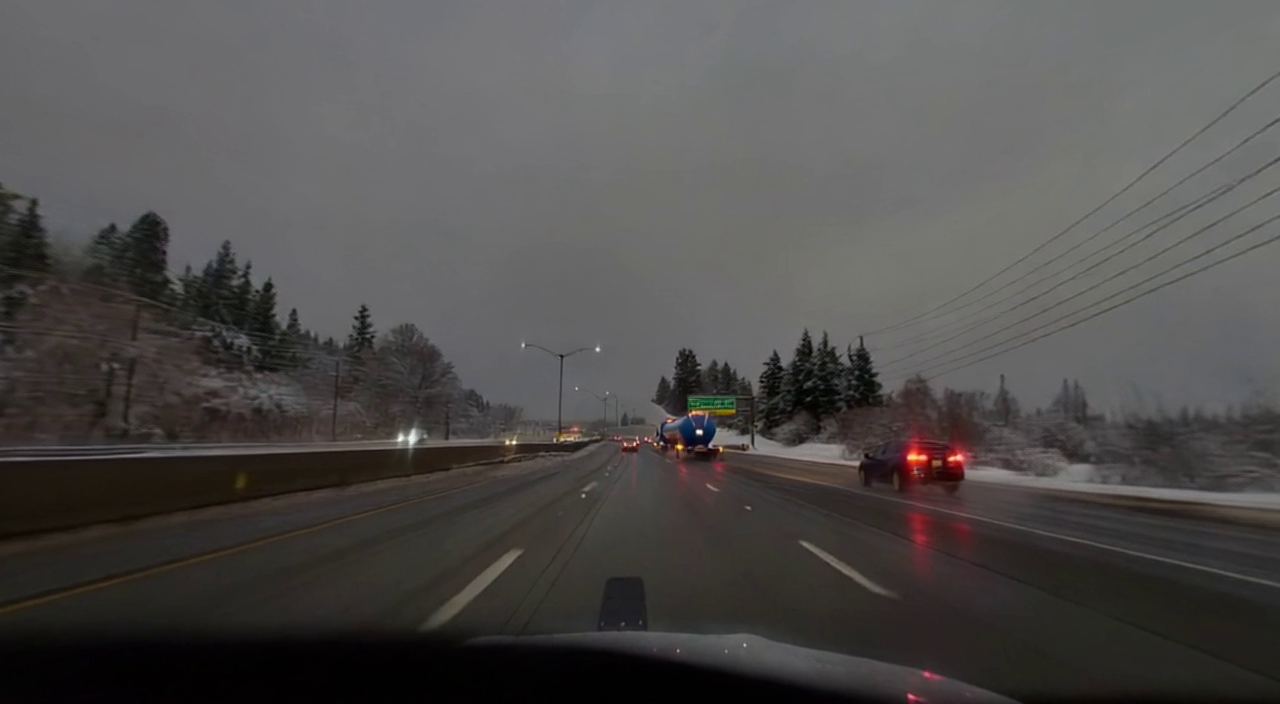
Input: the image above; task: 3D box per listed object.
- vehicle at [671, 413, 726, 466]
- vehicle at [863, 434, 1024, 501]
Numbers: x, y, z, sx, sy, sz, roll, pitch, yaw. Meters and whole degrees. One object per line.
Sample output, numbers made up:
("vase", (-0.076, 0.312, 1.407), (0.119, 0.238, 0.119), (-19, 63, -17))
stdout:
("vehicle", (3.712, 5.847, 42.110), (2.791, 3.179, 8.074), (0, -8, -1))
("vehicle", (7.727, 2.965, 16.691), (1.905, 1.480, 4.624), (0, -8, -1))
